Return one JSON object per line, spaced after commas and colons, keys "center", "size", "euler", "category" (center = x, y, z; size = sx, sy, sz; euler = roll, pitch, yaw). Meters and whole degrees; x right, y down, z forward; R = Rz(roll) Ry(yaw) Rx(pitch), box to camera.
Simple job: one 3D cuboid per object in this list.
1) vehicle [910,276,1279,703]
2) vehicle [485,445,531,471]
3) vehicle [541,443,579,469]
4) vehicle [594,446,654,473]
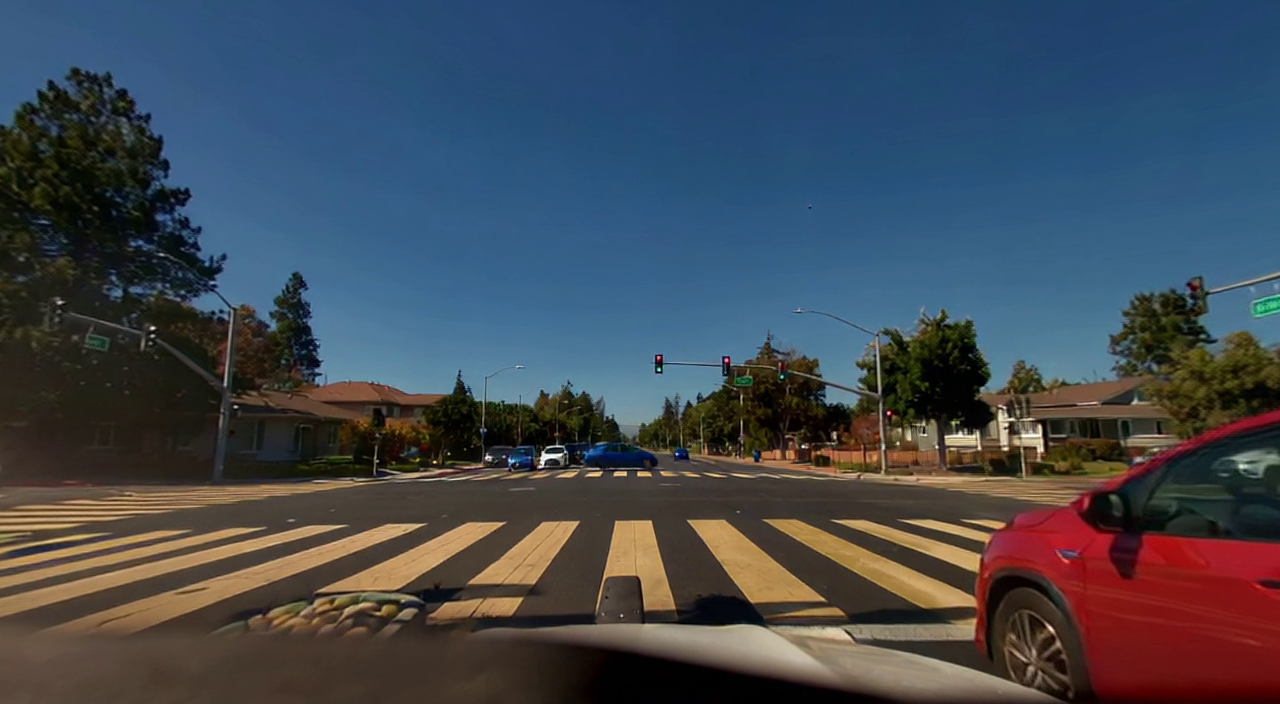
{"center": [2.710, 0.673, 1.376], "size": [2.085, 1.800, 4.908], "euler": [0, -9, 0], "category": "vehicle"}
{"center": [-8.913, 7.187, 43.192], "size": [2.028, 1.654, 5.027], "euler": [0, -9, 0], "category": "vehicle"}
{"center": [-5.507, 7.224, 43.943], "size": [2.091, 1.707, 4.157], "euler": [0, -9, 0], "category": "vehicle"}
{"center": [-0.996, 6.372, 37.754], "size": [2.046, 1.491, 4.118], "euler": [4, -10, -26], "category": "vehicle"}
